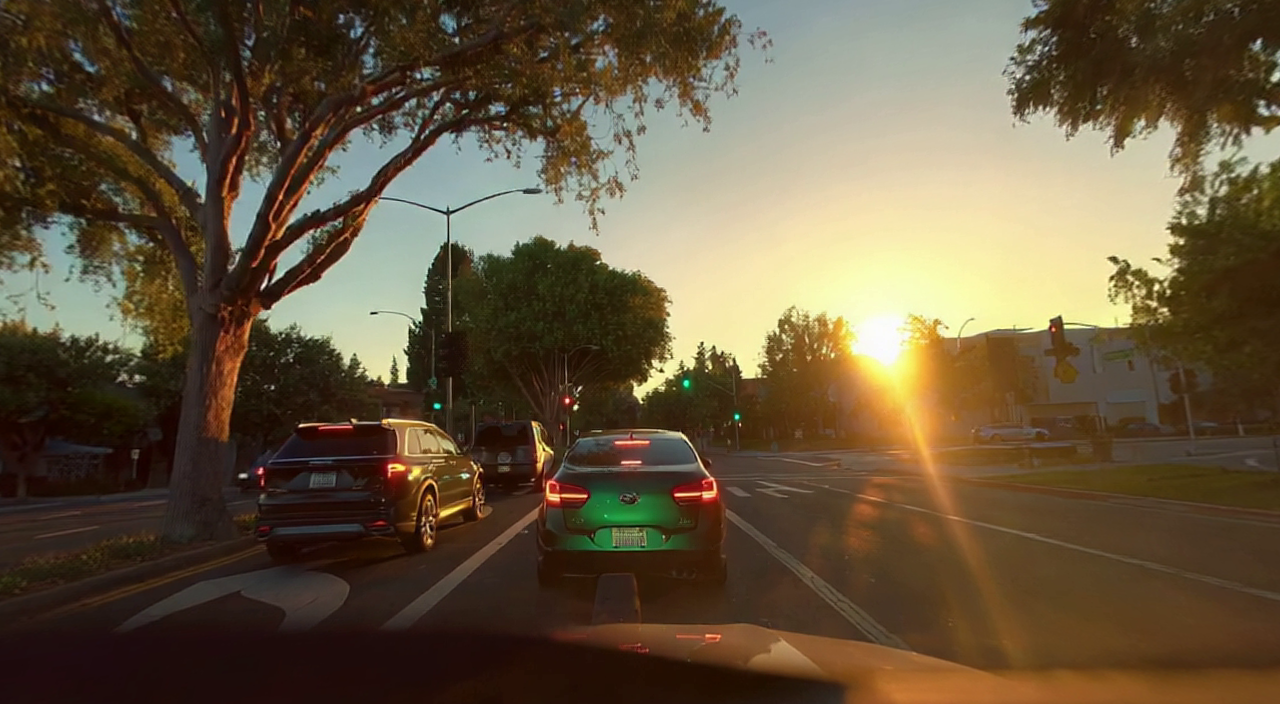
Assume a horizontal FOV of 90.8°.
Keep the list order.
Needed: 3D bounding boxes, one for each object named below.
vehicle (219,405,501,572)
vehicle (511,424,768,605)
[{"bbox_3d":[-3.428,1.754,8.853,2.046,1.751,4.208,0,-8,-1],"label":"vehicle"},{"bbox_3d":[-0.057,1.642,7.298,2.126,1.475,3.967,0,-8,-2],"label":"vehicle"}]
